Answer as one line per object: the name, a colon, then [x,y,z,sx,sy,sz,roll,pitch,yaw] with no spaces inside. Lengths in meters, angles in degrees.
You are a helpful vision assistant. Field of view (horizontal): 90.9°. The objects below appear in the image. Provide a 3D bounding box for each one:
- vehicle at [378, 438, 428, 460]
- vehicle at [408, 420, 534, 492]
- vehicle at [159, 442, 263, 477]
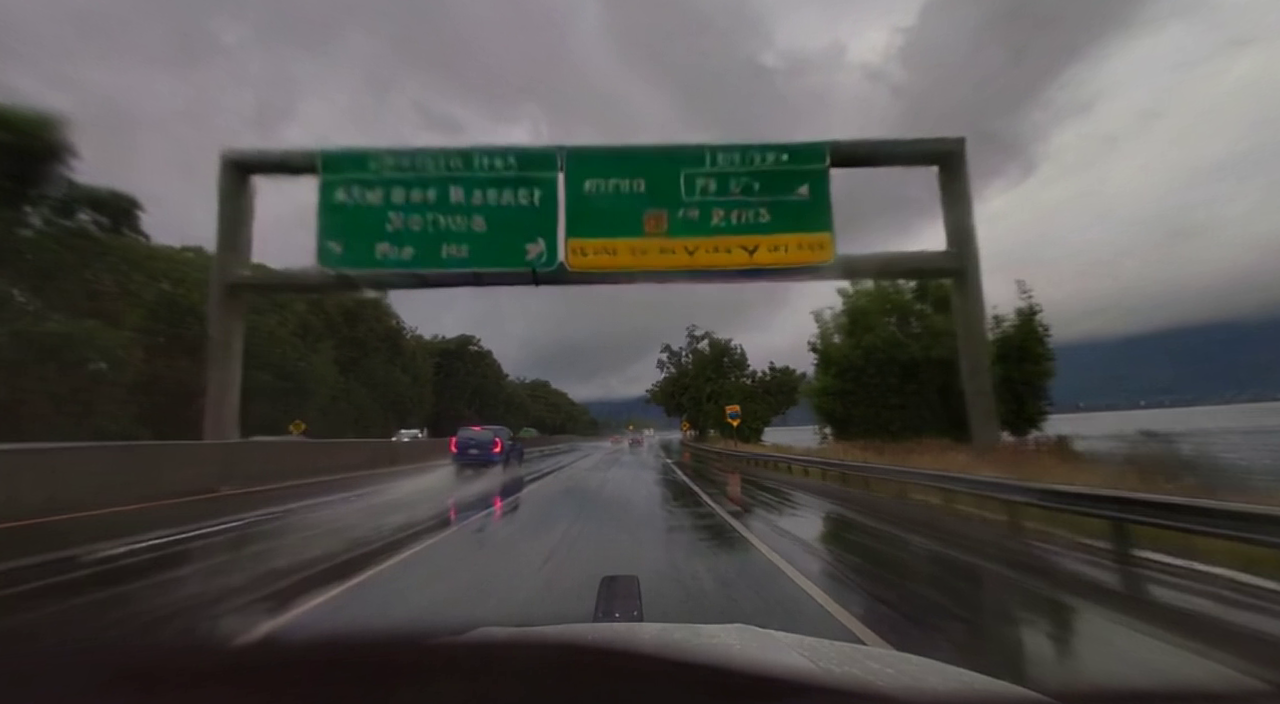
vehicle: [-16.361,6.674,43.695,1.835,1.408,4.129,0,-8,1]
vehicle: [-4.238,2.660,16.630,2.052,1.626,4.514,0,-8,0]
vehicle: [-19.936,4.982,29.537,1.776,1.446,4.340,0,-8,1]
